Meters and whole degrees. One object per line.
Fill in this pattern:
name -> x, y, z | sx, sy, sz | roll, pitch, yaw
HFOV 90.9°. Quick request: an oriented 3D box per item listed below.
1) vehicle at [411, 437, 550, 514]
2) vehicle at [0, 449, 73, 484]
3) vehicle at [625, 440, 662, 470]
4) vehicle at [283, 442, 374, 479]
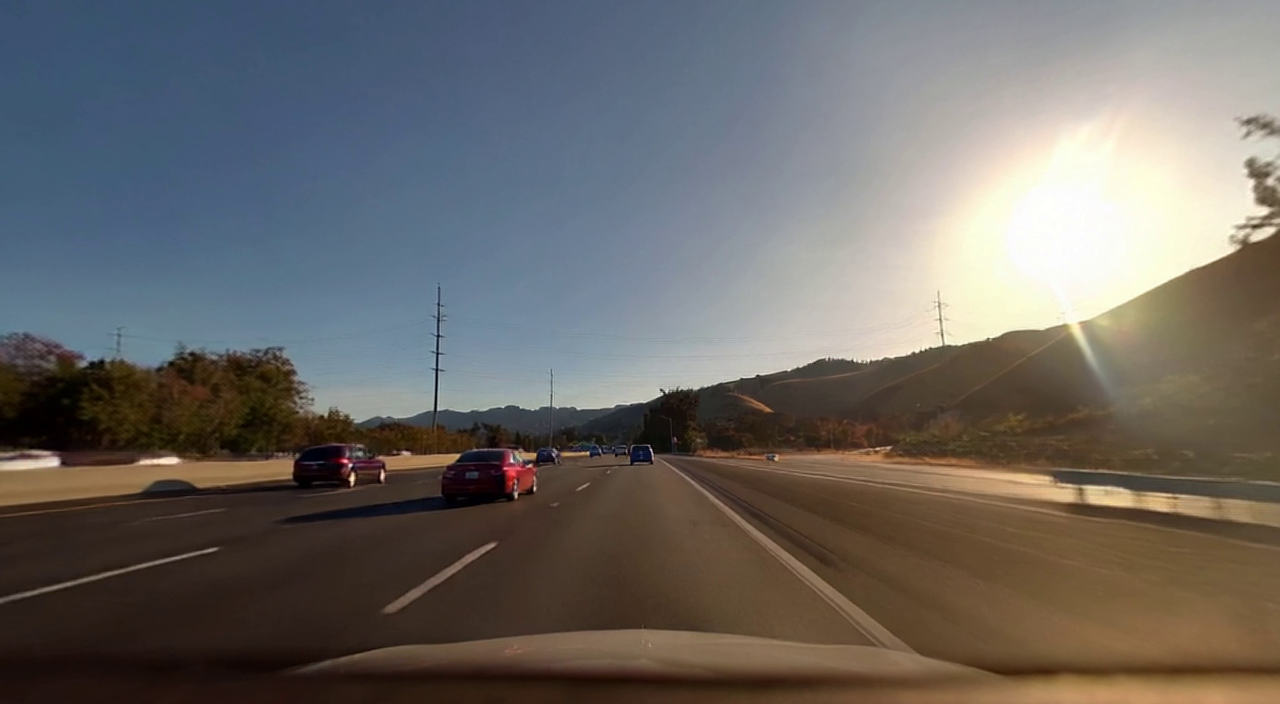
vehicle -> -3.551, 2.843, 15.096 | 1.967, 1.517, 4.808 | 0, -8, 1
vehicle -> -28.885, 5.178, 28.655 | 2.063, 1.511, 4.471 | 0, -8, 0
vehicle -> 0.167, 6.410, 39.546 | 2.194, 1.737, 4.127 | 0, -8, 0
vehicle -> -14.420, 5.025, 29.506 | 2.047, 1.608, 4.257 | 0, -8, 1
